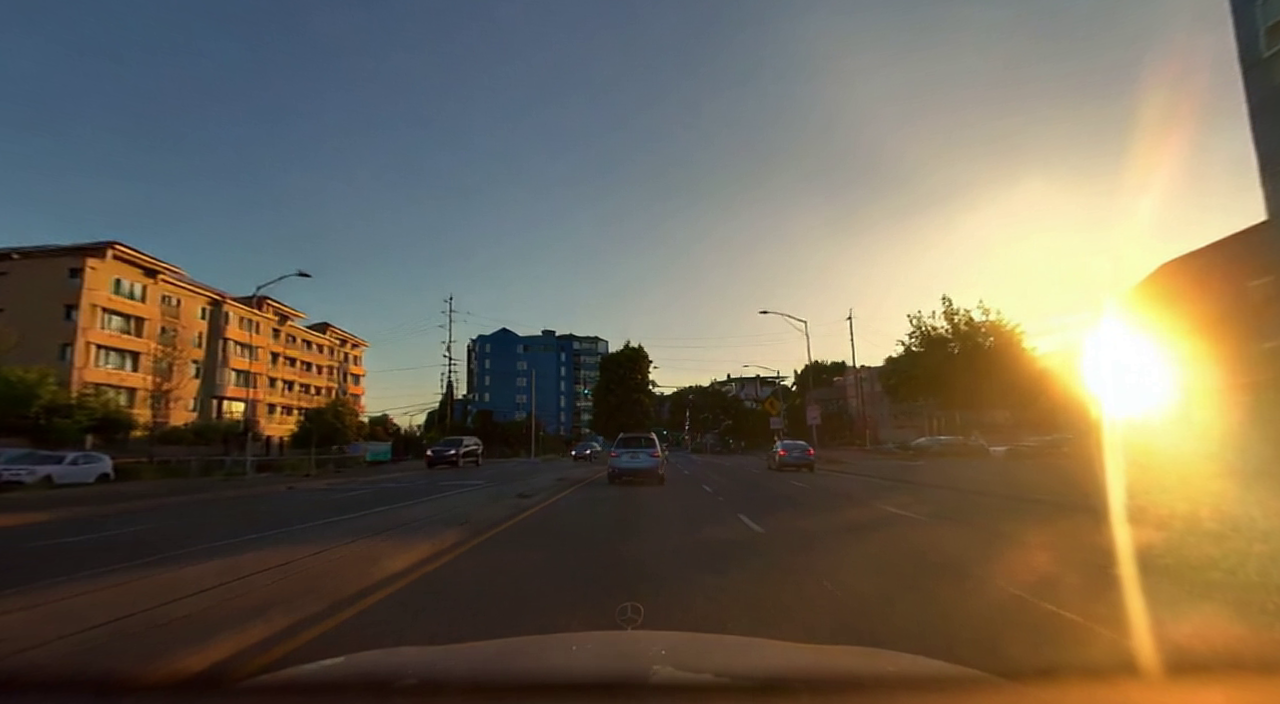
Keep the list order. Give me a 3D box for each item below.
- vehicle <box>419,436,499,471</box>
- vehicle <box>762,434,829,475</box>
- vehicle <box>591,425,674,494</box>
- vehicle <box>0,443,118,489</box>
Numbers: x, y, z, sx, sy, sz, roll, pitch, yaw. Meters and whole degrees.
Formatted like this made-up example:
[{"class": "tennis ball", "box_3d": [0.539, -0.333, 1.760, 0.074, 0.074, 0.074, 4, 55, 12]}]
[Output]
[{"class": "vehicle", "box_3d": [-11.174, 6.329, 39.537, 2.544, 2.014, 5.821, -1, -9, 8]}, {"class": "vehicle", "box_3d": [7.098, 4.724, 29.211, 1.952, 1.749, 4.311, 0, -8, 0]}, {"class": "vehicle", "box_3d": [-0.103, 3.162, 18.853, 2.160, 1.786, 4.702, 0, -8, 2]}, {"class": "vehicle", "box_3d": [-26.489, 5.036, 27.743, 4.916, 1.826, 2.242, -2, -10, -2]}]
